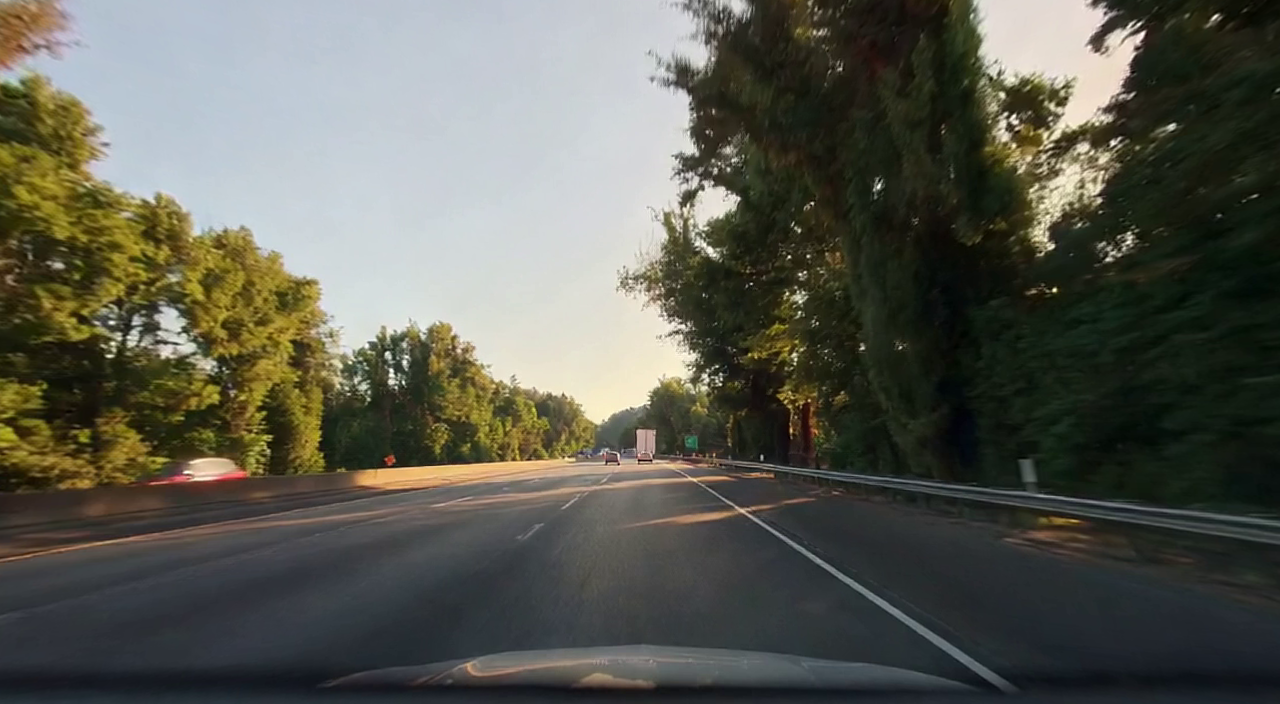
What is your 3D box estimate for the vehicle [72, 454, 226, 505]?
[{"bbox_3d":[-15.457,3.991,20.145,1.784,1.425,3.783,0,-9,1],"label":"vehicle"}]
